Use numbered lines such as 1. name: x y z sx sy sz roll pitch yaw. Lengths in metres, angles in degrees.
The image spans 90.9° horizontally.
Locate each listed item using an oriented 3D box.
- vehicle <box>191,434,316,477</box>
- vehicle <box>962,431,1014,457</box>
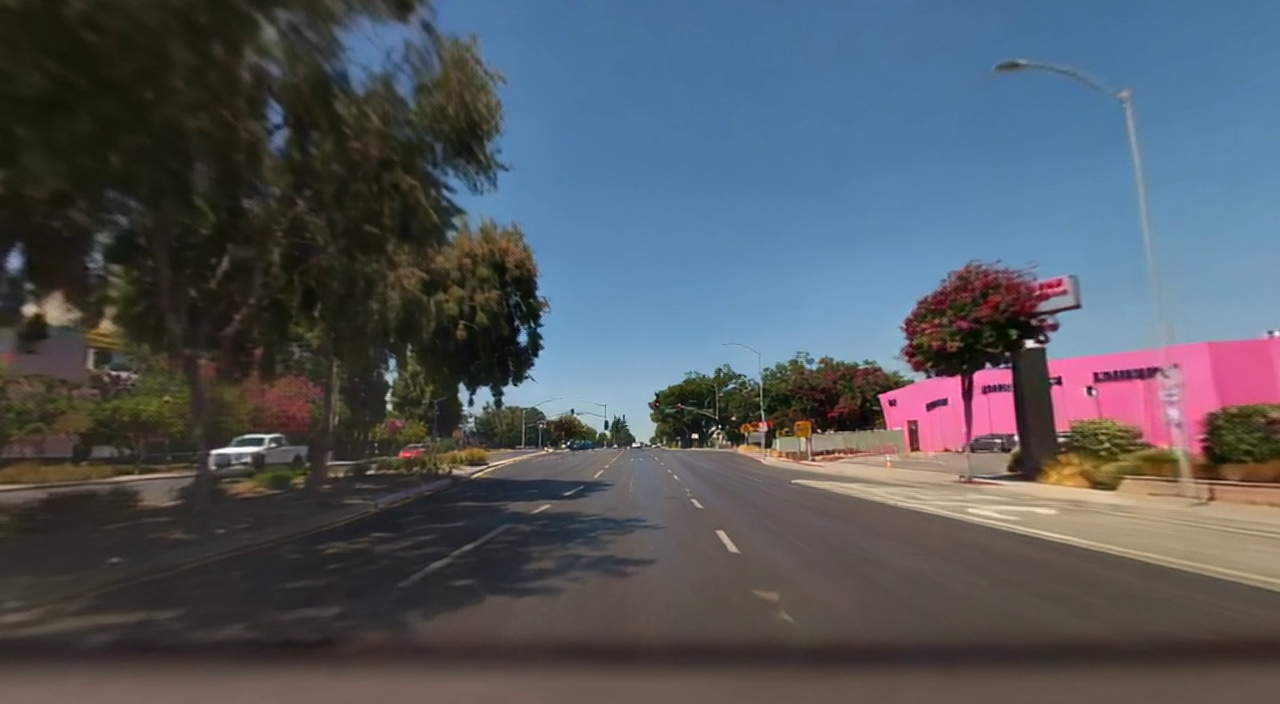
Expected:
1. vehicle: -18.267 4.918 30.255 2.204 1.821 5.864 0 -8 0
2. vehicle: 23.263 6.178 42.332 1.815 1.618 4.383 -2 -9 13
